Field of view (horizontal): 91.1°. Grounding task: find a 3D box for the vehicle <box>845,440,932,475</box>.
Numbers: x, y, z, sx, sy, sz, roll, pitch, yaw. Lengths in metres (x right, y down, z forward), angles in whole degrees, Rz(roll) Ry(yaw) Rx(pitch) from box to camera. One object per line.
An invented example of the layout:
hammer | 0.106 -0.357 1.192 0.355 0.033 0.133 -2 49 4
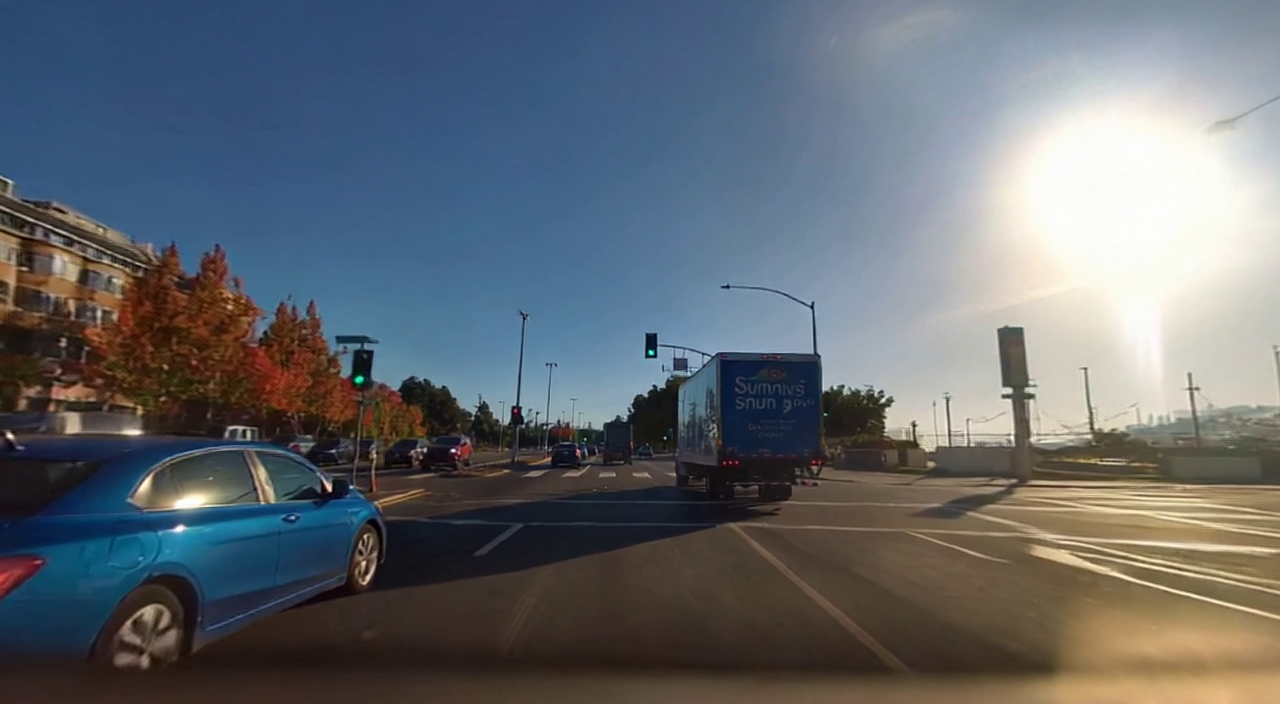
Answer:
vehicle | 17.112 7.217 43.175 5.948 2.233 2.406 6 -11 -32

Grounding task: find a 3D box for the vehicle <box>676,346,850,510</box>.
vehicle | 2.978 2.292 18.279 2.905 3.644 8.441 0 -8 -3

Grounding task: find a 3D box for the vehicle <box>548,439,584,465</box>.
vehicle | -5.330 7.239 45.587 2.388 1.811 4.455 1 -8 -4

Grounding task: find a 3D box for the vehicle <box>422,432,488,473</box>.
vehicle | -9.280 5.080 31.965 2.374 1.863 4.751 1 -8 -6

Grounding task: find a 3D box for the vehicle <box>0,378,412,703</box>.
vehicle | -3.137 1.083 3.725 1.828 1.515 4.422 0 -8 1
